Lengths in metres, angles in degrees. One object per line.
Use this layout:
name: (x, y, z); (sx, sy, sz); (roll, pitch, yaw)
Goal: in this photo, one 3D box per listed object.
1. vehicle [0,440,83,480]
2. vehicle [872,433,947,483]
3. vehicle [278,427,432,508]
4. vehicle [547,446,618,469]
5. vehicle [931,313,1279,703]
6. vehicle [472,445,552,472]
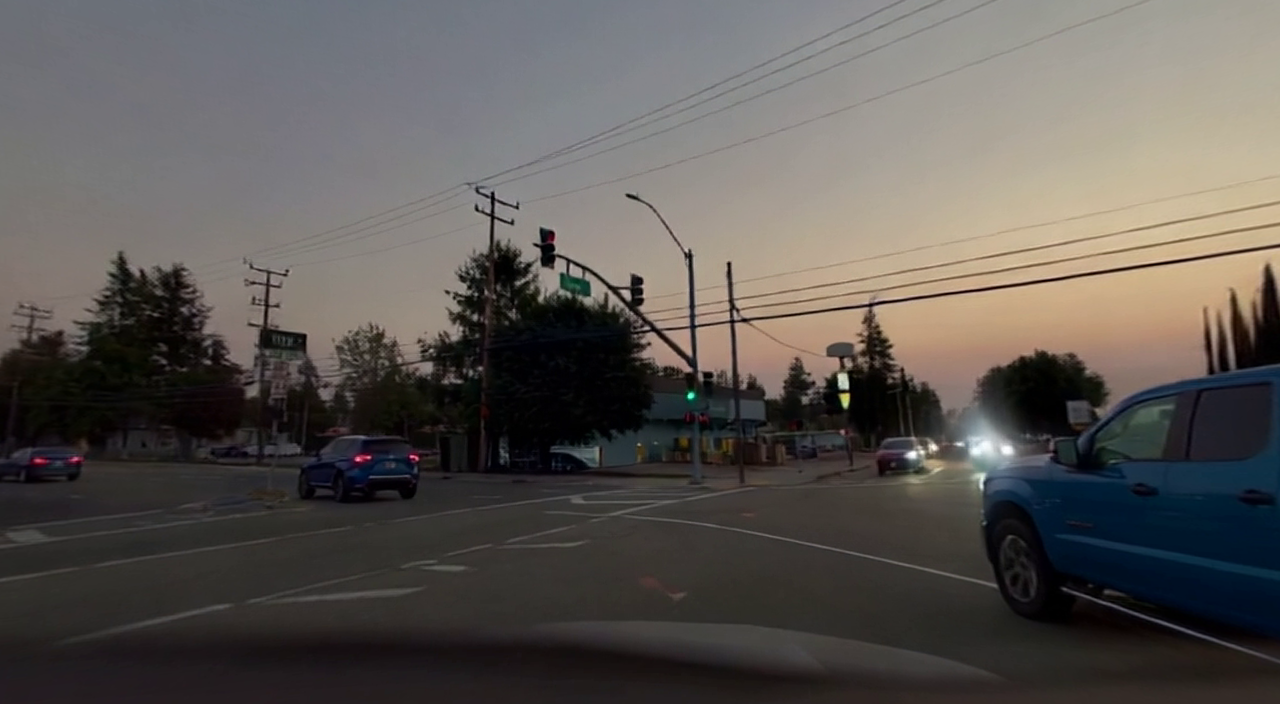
vehicle: (-28.377, 4.996, 29.486); (4.498, 1.725, 1.921); (-4, -9, 29)
vehicle: (11.805, 4.508, 27.350); (2.303, 1.895, 5.301); (-4, -9, 29)
vehicle: (-7.780, 2.983, 16.959); (2.141, 1.842, 4.889); (7, -11, -43)
vehicle: (-3.870, 7.106, 42.702); (4.495, 1.399, 1.715); (5, -9, -31)
vehicle: (3.760, 0.787, 2.991); (2.036, 1.818, 5.192); (0, -8, -3)
vehicle: (-7.937, 6.603, 39.420); (1.913, 1.480, 4.661); (-7, -10, 42)
